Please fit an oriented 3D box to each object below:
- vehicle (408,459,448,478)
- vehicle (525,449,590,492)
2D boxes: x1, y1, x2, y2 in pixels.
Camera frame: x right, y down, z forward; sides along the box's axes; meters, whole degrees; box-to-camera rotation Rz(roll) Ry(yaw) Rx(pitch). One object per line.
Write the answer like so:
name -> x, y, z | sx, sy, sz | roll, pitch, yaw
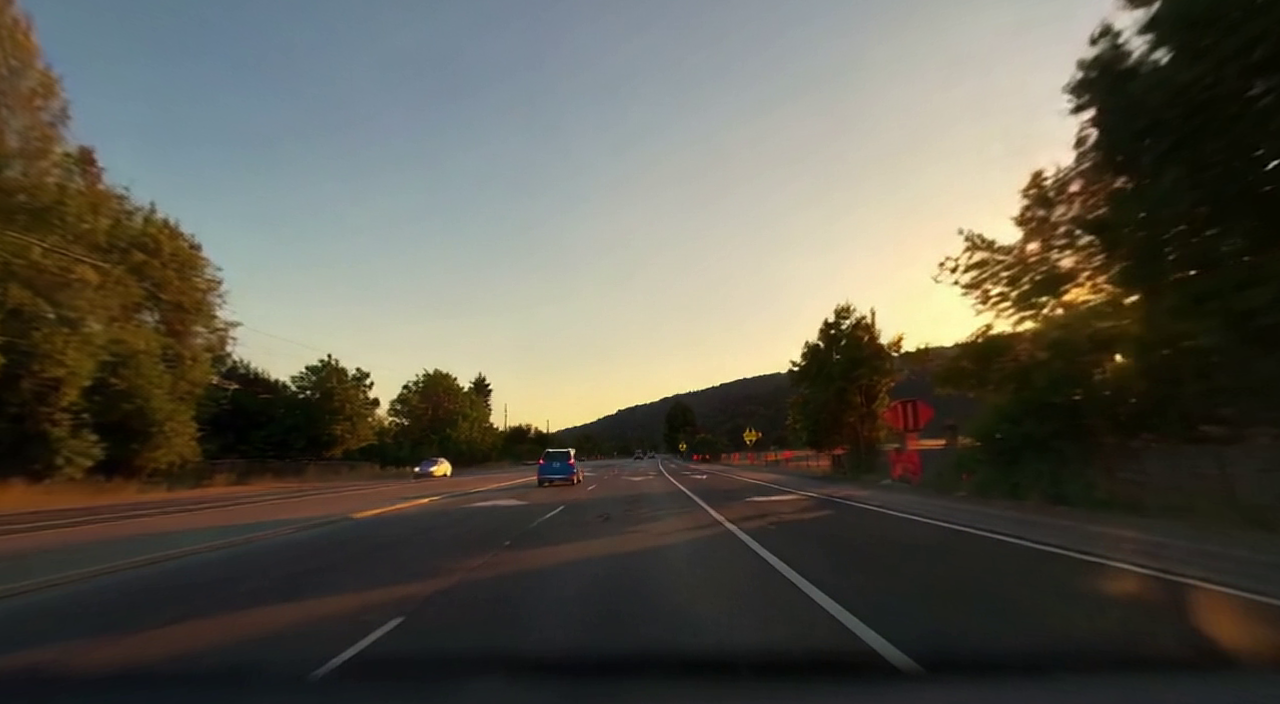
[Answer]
vehicle -> -16.565, 9.096, 49.404 | 1.719, 1.419, 3.715 | 0, -9, 1
vehicle -> -3.399, 4.968, 26.875 | 2.053, 1.647, 4.252 | -1, -9, 2
